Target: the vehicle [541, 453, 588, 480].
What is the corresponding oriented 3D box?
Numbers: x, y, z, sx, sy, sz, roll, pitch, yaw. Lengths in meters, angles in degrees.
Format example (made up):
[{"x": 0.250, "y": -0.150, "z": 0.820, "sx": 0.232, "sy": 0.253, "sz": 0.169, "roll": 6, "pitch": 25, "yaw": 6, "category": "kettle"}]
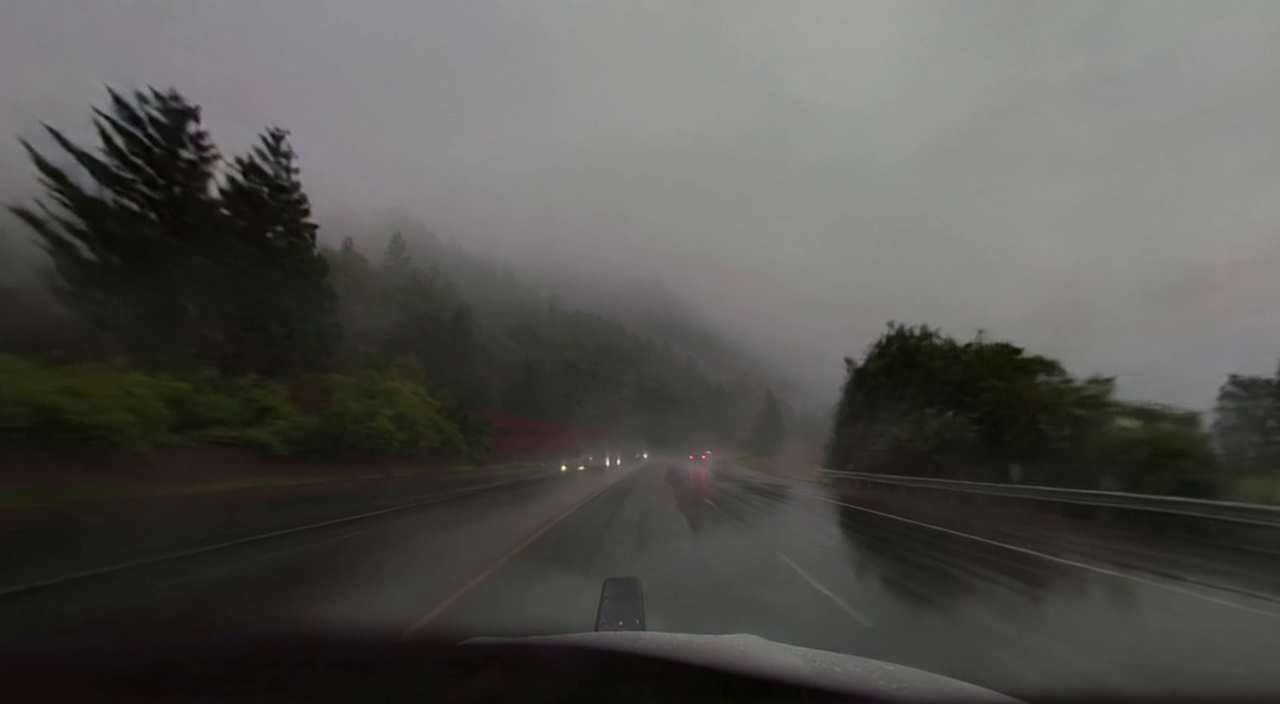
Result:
[{"x": -4.604, "y": 7.065, "z": 39.273, "sx": 2.058, "sy": 1.501, "sz": 4.749, "roll": -1, "pitch": -9, "yaw": 3, "category": "vehicle"}]
